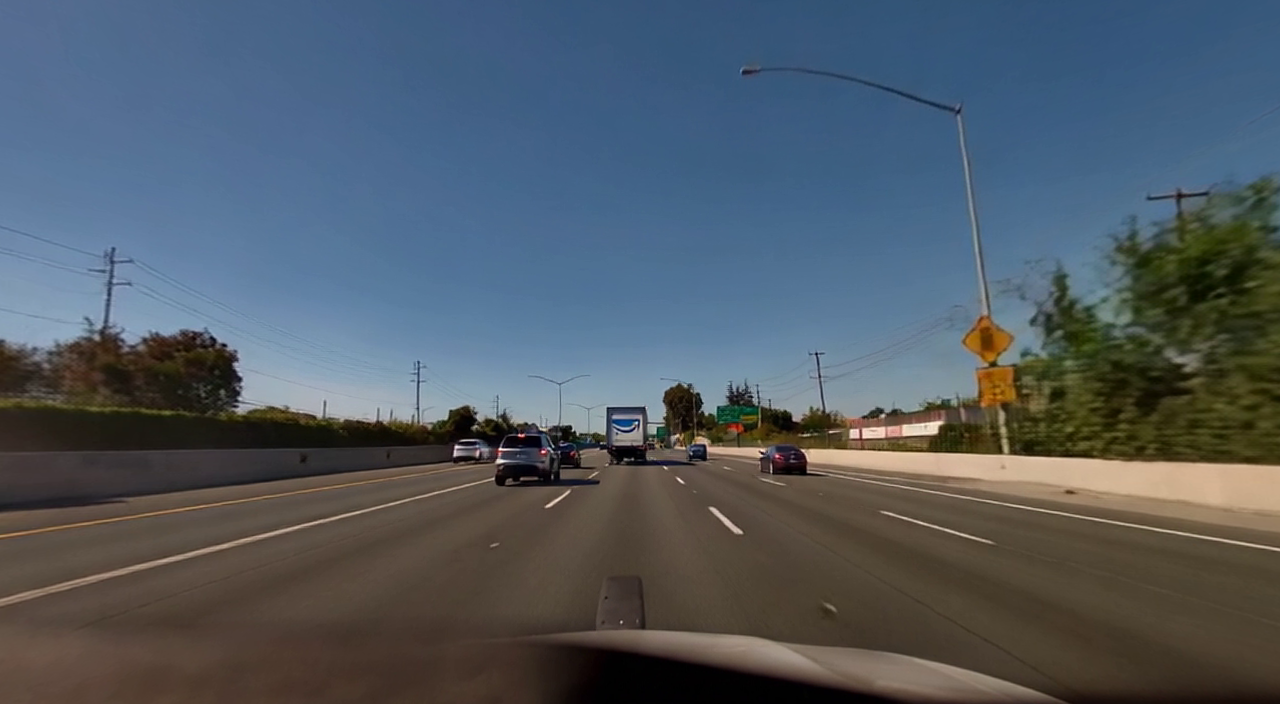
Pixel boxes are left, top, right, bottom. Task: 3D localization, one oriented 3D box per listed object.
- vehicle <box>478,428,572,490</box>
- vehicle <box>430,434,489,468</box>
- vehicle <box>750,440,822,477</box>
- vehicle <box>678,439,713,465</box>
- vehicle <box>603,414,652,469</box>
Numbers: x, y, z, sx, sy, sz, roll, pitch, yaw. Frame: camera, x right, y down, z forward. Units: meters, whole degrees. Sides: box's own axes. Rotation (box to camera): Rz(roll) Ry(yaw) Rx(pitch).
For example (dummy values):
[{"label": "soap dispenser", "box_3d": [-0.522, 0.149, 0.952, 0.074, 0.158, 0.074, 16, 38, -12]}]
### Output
[{"label": "vehicle", "box_3d": [-3.412, 3.289, 19.580, 2.095, 1.688, 4.188, 0, -9, 1]}, {"label": "vehicle", "box_3d": [-10.123, 5.588, 35.690, 2.023, 1.739, 4.229, 0, -9, 0]}, {"label": "vehicle", "box_3d": [6.416, 4.719, 28.238, 1.970, 1.499, 4.491, 1, -9, -2]}, {"label": "vehicle", "box_3d": [3.681, 6.710, 42.503, 2.067, 1.654, 3.985, 0, -9, 0]}, {"label": "vehicle", "box_3d": [-0.556, 4.956, 34.754, 2.456, 2.705, 6.251, 0, -9, 1]}]
